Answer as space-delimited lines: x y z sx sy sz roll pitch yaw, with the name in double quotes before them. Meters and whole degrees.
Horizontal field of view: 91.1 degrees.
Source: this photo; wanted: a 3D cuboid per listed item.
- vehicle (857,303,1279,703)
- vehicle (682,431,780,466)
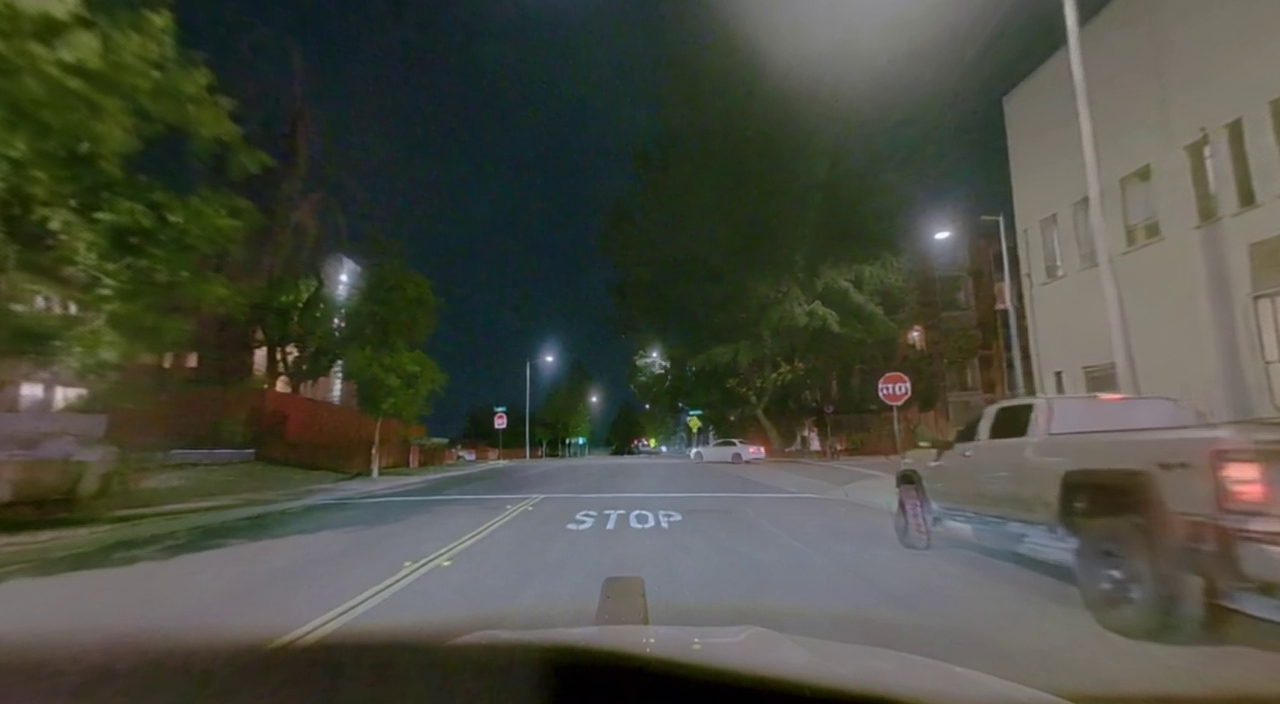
"vehicle" 4.124 1.172 5.685 2.226 1.986 5.786 0 -8 0
"vehicle" 4.883 5.222 34.104 4.791 1.733 2.139 -6 -10 35
